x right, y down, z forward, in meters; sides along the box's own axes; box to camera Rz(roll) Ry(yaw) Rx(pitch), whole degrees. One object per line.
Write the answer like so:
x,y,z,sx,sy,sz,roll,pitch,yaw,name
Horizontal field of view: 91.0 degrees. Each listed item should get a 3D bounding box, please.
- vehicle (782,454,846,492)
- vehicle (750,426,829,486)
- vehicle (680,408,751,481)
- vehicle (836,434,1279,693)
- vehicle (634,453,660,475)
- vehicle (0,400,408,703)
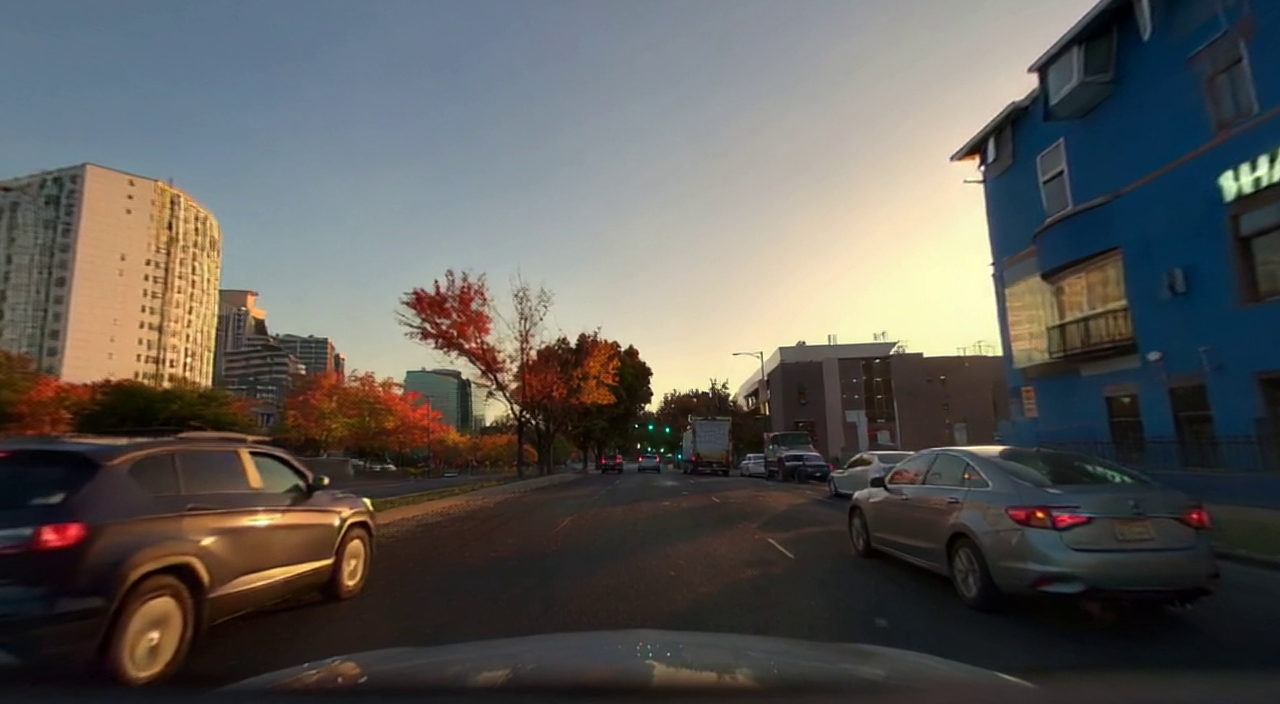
7.294,5.080,26.636,1.902,1.430,3.041,-1,-9,2,vehicle
7.325,5.182,31.502,2.483,2.707,5.496,0,-9,-1,vehicle
4.165,5.521,37.405,3.003,3.680,10.684,0,-9,1,vehicle
3.699,1.588,6.139,1.915,1.449,4.970,0,-9,-1,vehicle
0.546,8.376,47.337,1.846,1.528,4.348,0,-9,1,vehicle
-3.496,1.295,4.669,1.751,1.540,4.481,0,-9,1,vehicle
